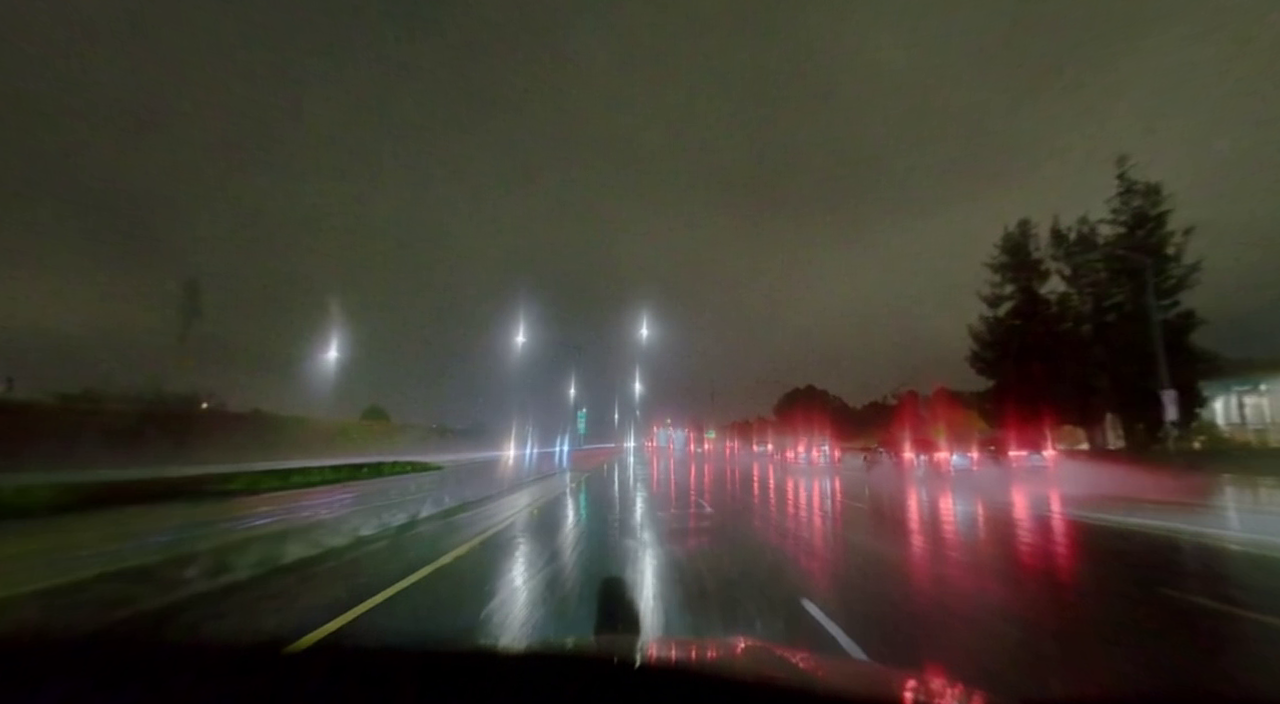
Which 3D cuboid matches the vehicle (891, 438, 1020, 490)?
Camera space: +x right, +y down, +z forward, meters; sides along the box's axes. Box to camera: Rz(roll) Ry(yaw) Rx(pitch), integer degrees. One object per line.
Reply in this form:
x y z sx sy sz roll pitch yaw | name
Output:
9.551 3.407 19.570 1.836 1.418 4.132 0 -9 0 | vehicle

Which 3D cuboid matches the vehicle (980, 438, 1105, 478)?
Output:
16.411 4.337 26.134 1.936 1.498 4.883 0 -9 -1 | vehicle
